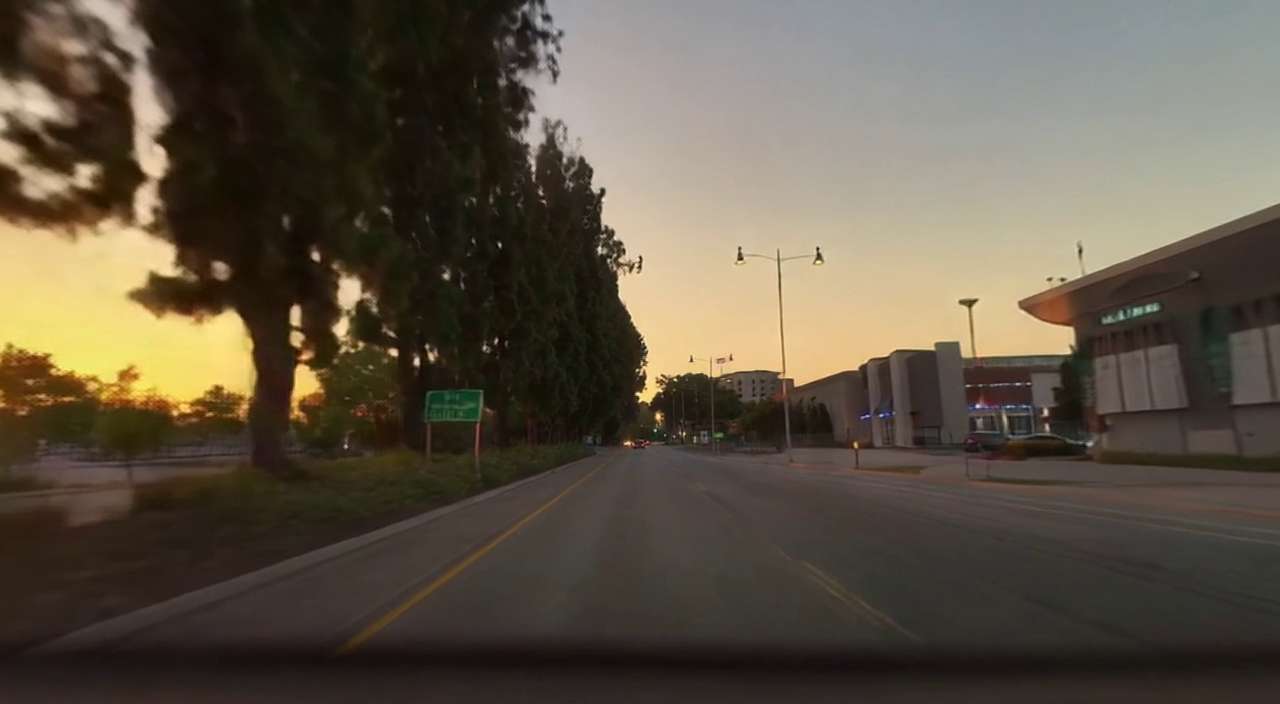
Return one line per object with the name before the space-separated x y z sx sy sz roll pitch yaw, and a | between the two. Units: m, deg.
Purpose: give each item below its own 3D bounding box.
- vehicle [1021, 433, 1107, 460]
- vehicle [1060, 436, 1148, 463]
vehicle | 30.434 6.767 45.425 4.633 1.754 2.017 -2 -8 1
vehicle | 31.320 6.567 42.743 4.279 1.743 2.003 0 -8 5
